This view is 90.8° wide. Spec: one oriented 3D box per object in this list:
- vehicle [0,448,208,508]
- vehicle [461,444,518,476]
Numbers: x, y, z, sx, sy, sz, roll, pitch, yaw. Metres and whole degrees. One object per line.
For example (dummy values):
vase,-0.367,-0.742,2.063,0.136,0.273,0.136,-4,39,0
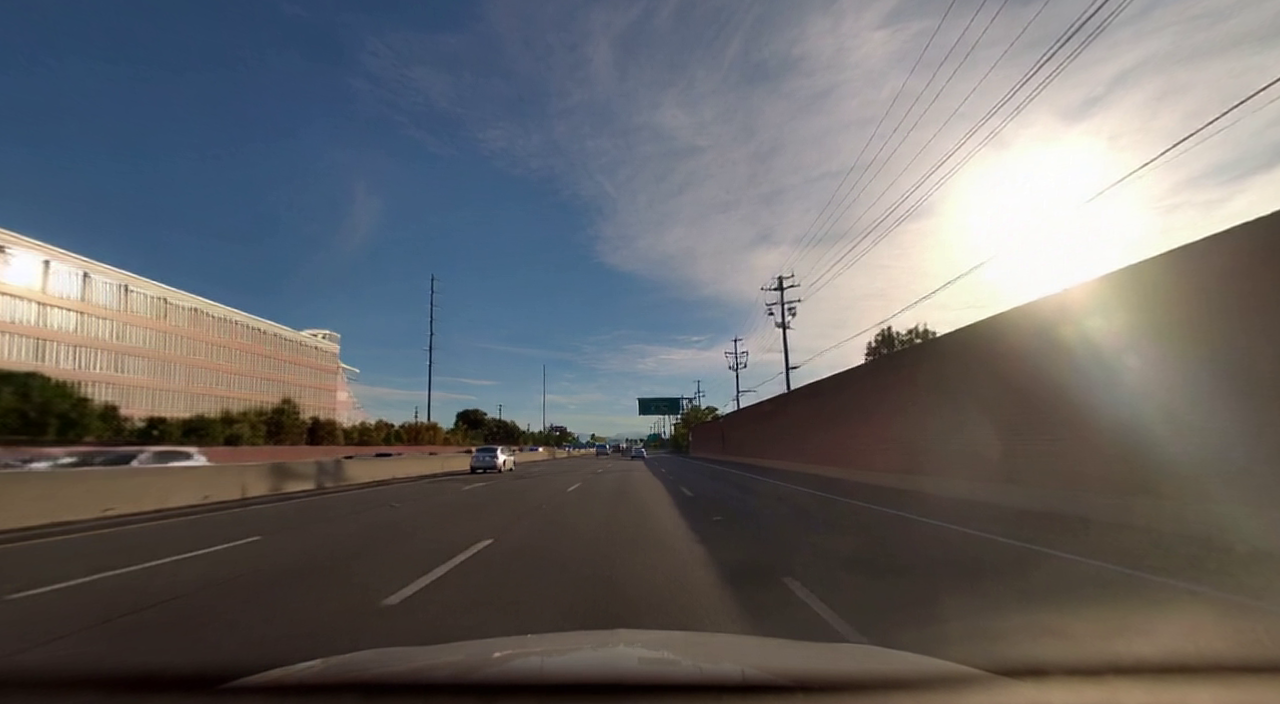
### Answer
vehicle,-14.928,3.487,18.019,1.886,1.455,4.584,0,-8,1
vehicle,-7.868,5.647,33.406,2.013,1.574,3.923,0,-8,0
